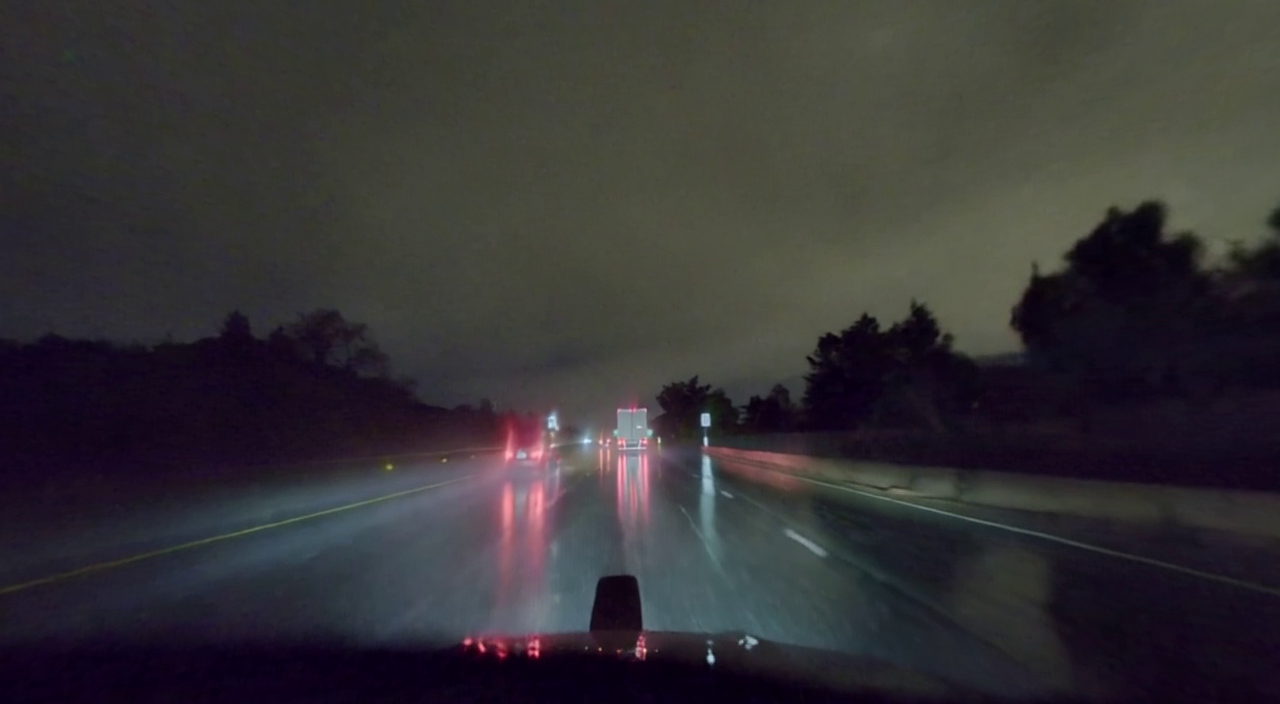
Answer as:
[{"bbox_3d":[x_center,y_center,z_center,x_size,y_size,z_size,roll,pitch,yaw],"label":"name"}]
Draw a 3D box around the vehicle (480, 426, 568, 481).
[{"bbox_3d":[-3.793,3.413,21.552,2.123,1.655,4.688,0,-8,0],"label":"vehicle"}]
